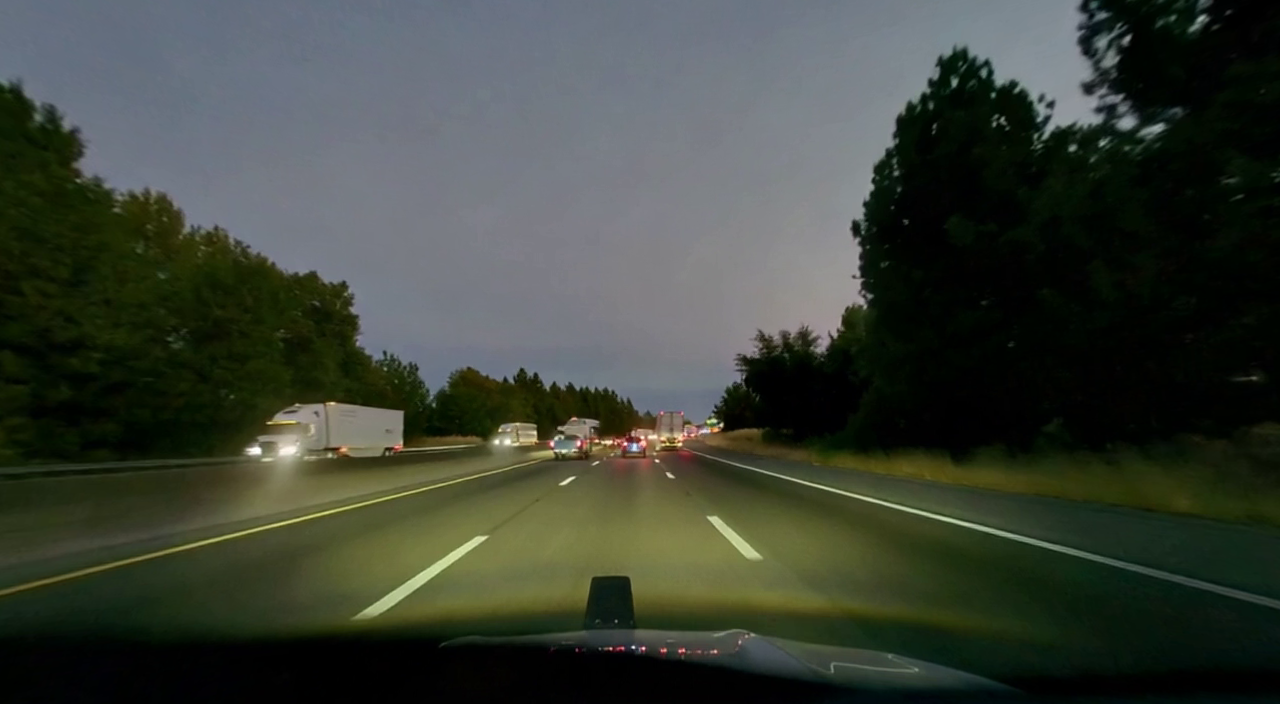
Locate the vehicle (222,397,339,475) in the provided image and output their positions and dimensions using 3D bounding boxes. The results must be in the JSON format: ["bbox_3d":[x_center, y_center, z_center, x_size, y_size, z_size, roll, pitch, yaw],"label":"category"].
[{"bbox_3d":[-20.177,4.805,35.813,2.986,3.988,5.912,-1,-8,0],"label":"vehicle"}]

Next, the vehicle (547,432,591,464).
[{"bbox_3d":[-4.145,5.669,37.258,2.047,1.757,4.183,-1,-8,1],"label":"vehicle"}]

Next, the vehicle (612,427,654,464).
[{"bbox_3d":[-0.416,5.281,35.523,2.211,1.933,4.315,0,-8,-1],"label":"vehicle"}]

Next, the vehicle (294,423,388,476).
[{"bbox_3d":[-16.191,5.334,34.581,2.274,2.595,5.800,-1,-8,0],"label":"vehicle"}]
